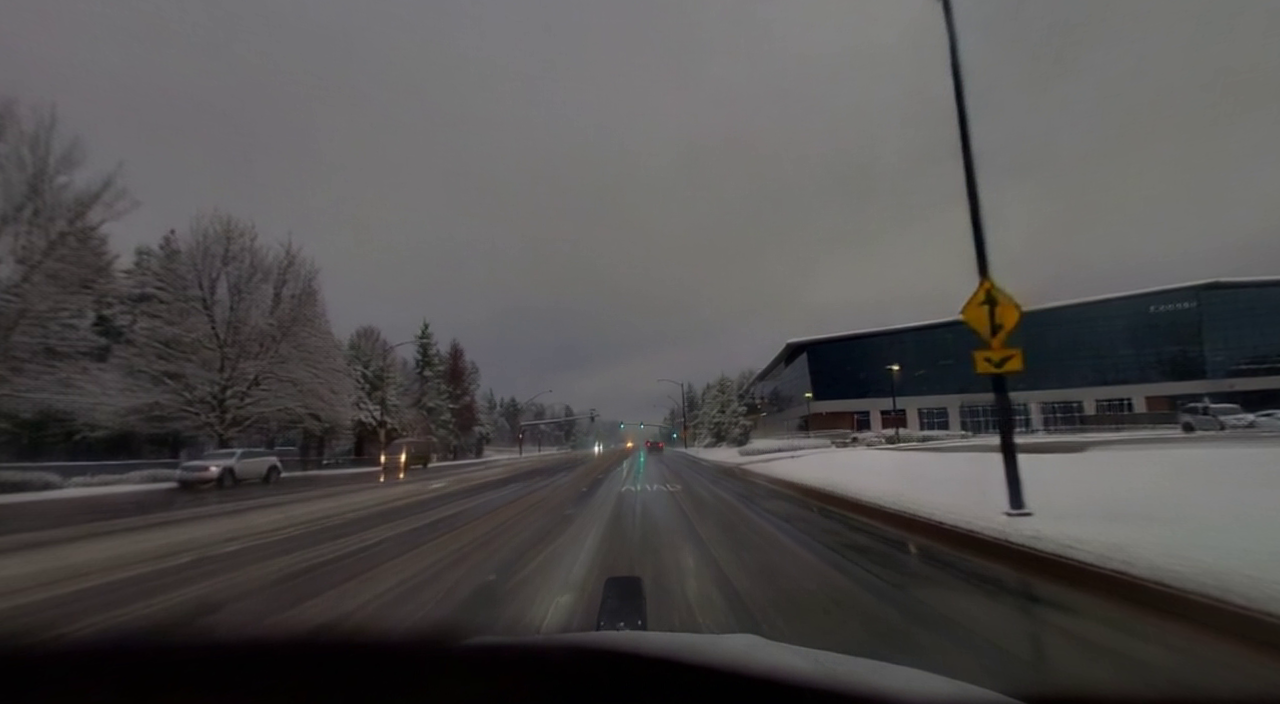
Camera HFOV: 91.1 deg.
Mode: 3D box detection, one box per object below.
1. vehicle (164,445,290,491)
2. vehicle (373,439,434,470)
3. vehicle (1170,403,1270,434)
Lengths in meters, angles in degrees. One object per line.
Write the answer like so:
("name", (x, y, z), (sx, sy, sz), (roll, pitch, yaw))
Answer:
("vehicle", (-17.297, 4.840, 26.638), (2.112, 1.754, 4.740), (0, -8, 0))
("vehicle", (-17.154, 7.429, 45.842), (2.331, 2.109, 5.400), (0, -8, 0))
("vehicle", (39.858, 4.659, 43.342), (1.882, 1.686, 5.050), (-2, -10, -3))
